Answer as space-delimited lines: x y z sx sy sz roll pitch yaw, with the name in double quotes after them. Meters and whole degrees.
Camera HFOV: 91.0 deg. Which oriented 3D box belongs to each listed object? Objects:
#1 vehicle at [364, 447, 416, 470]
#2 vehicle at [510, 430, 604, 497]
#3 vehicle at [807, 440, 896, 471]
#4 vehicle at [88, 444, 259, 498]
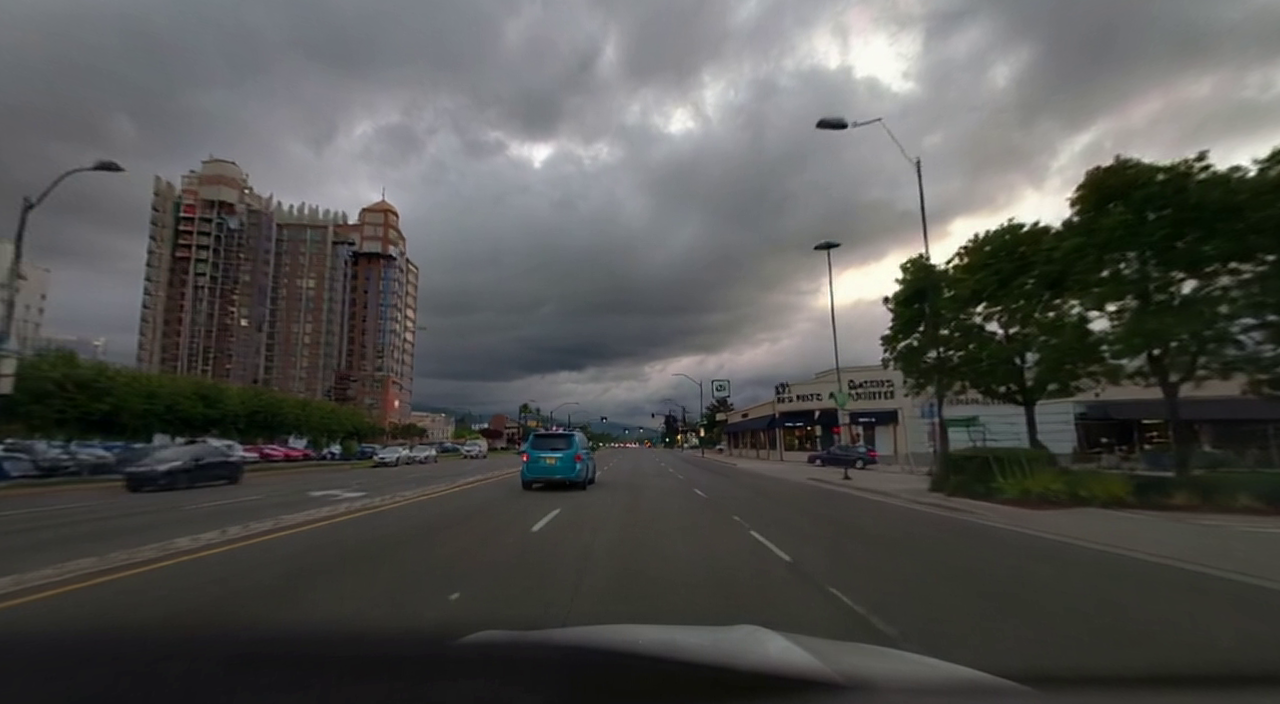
-17.756 7.563 44.929 1.852 1.481 4.660 0 -9 -1 "vehicle"
-2.272 3.185 18.266 2.080 1.722 3.766 0 -9 2 "vehicle"
14.863 7.319 44.651 2.589 1.989 5.779 4 -10 -26 "vehicle"
-14.498 3.687 19.966 1.909 1.490 4.531 0 -9 1 "vehicle"
